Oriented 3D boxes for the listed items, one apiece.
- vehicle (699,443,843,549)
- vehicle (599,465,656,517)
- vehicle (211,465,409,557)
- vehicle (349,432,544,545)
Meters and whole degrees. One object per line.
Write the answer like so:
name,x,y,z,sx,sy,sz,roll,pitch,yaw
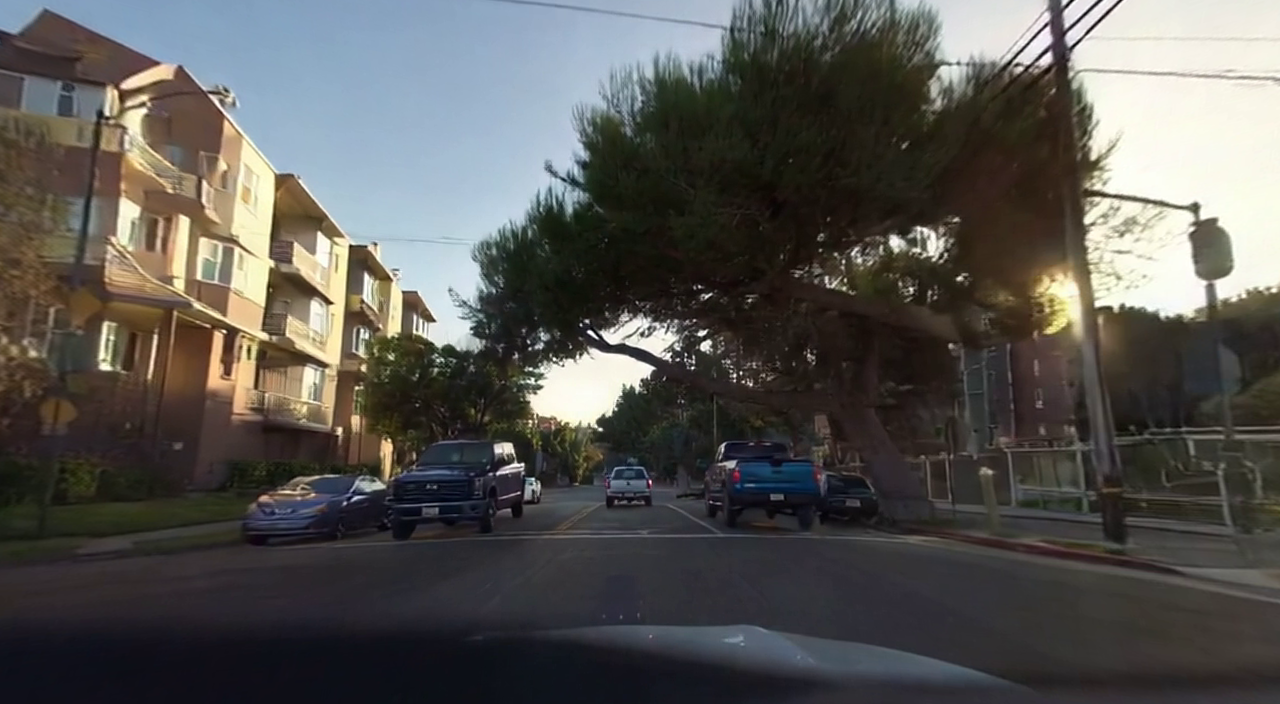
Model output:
vehicle,2.634,3.002,14.046,2.027,1.907,4.736,0,-8,-2
vehicle,-0.472,6.199,27.826,2.308,1.940,4.125,-1,-16,1
vehicle,-6.665,3.207,13.429,1.881,1.464,4.379,0,-8,-1
vehicle,-3.682,2.848,13.610,2.330,1.859,6.068,0,-11,-1
